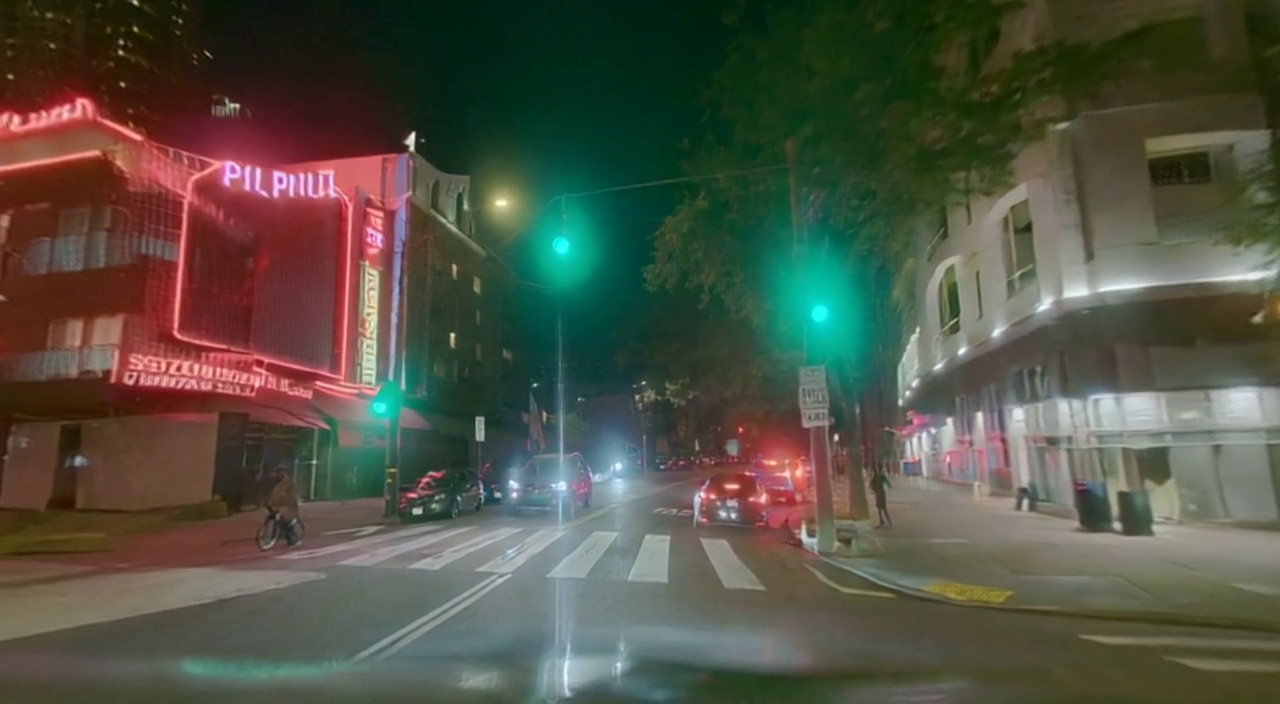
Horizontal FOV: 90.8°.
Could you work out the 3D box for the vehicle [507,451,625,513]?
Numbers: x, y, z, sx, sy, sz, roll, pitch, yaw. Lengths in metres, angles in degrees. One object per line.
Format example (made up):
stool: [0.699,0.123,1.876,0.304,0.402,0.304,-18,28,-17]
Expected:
vehicle: [-2.205,4.128,20.522,2.181,1.723,4.692,-3,-10,15]

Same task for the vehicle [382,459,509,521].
vehicle: [-6.408,4.575,21.344,1.933,1.461,4.393,-8,-8,15]

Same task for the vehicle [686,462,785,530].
vehicle: [2.693,3.750,16.975,1.892,1.481,4.365,-4,-10,18]
